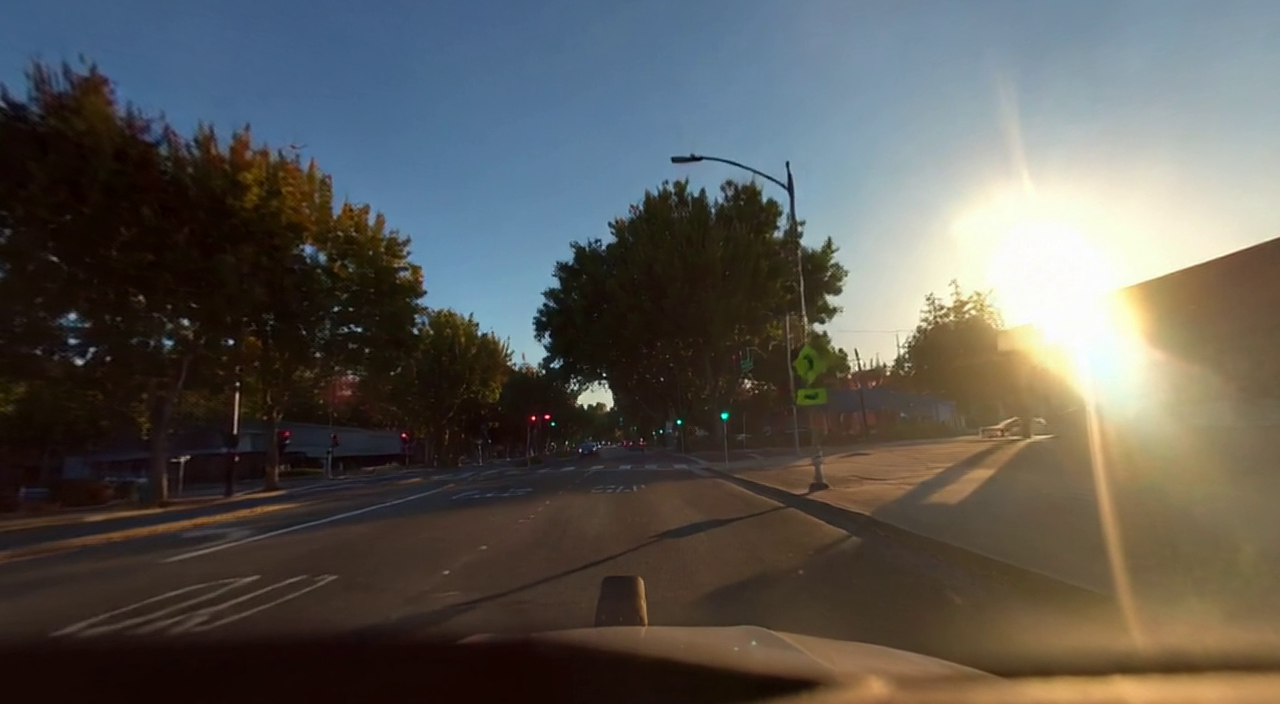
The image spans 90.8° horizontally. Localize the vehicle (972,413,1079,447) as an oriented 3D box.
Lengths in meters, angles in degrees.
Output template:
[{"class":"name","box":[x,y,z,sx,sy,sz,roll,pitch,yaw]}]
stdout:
[{"class":"vehicle","box":[23.130,4.689,38.044,4.902,1.519,2.182,-5,-7,-1]}]
